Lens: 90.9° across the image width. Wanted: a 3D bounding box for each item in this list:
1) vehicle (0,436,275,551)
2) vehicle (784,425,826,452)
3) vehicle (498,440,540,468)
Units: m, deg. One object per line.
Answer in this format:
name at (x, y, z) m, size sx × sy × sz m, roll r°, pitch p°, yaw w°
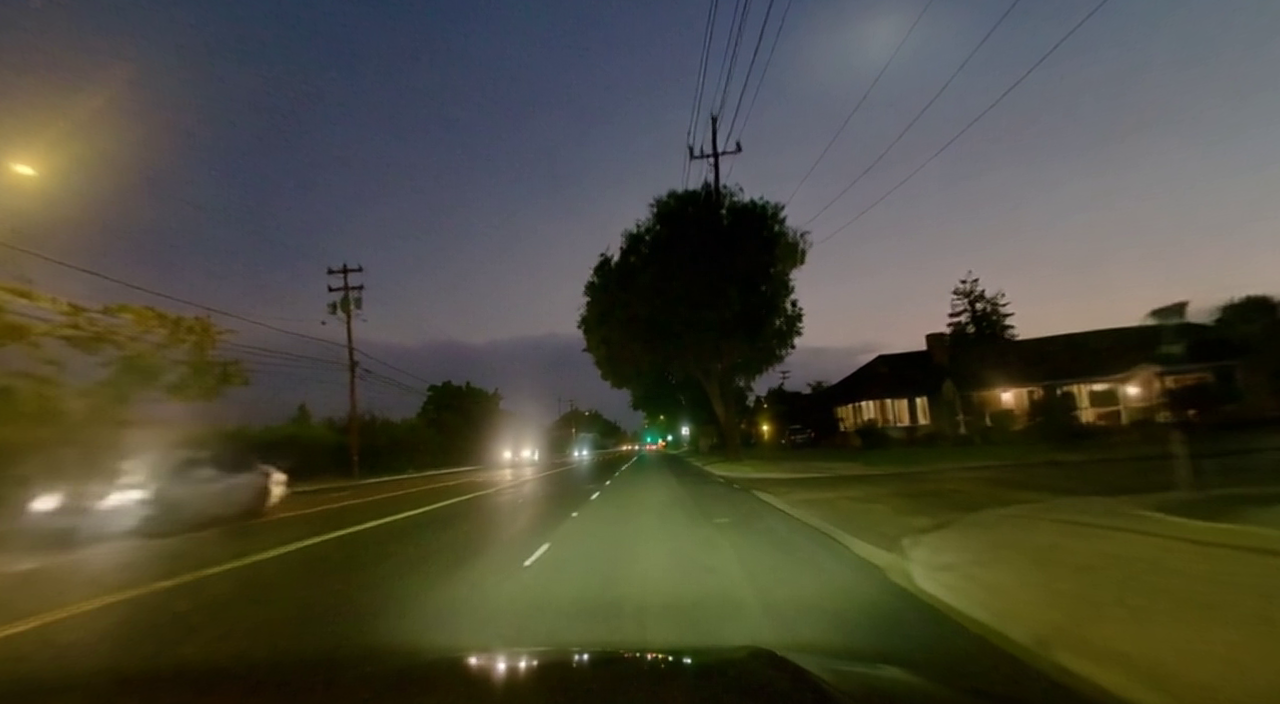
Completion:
vehicle at (-9.281, 2.493, 11.875) m, size 2.003 × 1.719 × 4.489 m, roll -1°, pitch -9°, yaw 2°
vehicle at (11.097, 5.873, 42.505) m, size 1.737 × 1.633 × 3.268 m, roll 3°, pitch -11°, yaw -4°
vehicle at (-8.713, 7.356, 45.696) m, size 2.057 × 1.865 × 4.626 m, roll 0°, pitch -9°, yaw 1°
